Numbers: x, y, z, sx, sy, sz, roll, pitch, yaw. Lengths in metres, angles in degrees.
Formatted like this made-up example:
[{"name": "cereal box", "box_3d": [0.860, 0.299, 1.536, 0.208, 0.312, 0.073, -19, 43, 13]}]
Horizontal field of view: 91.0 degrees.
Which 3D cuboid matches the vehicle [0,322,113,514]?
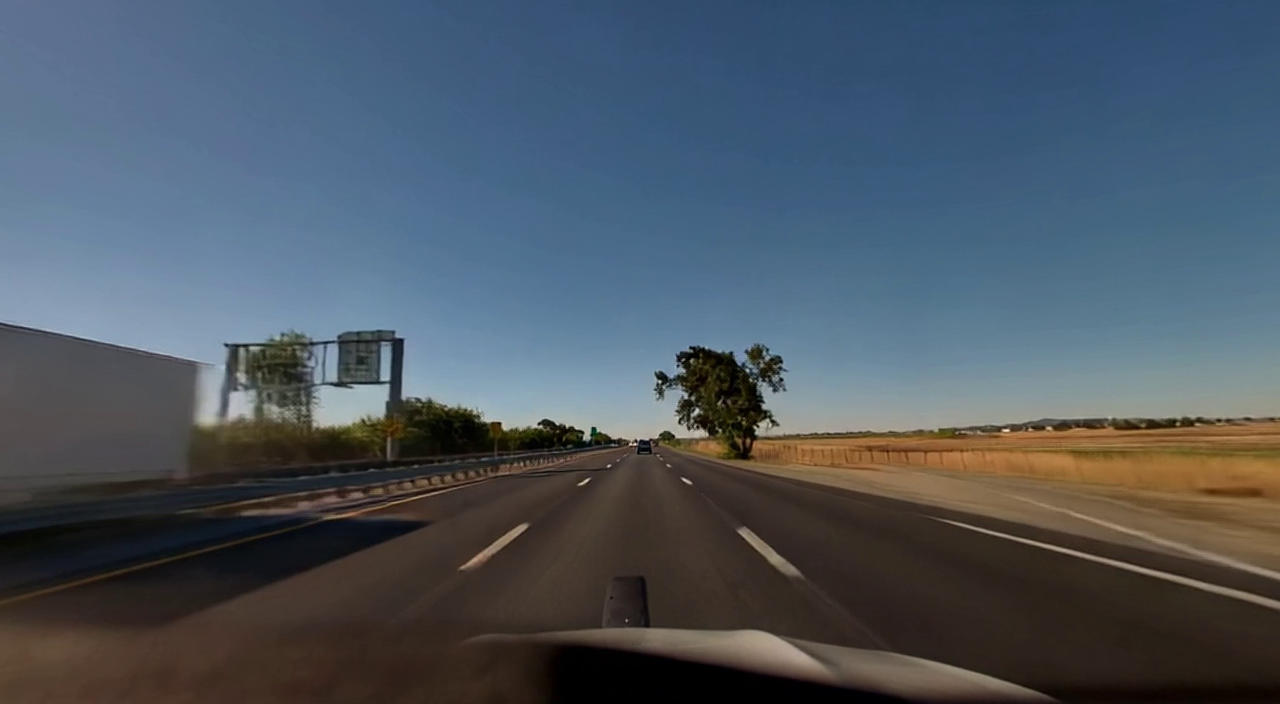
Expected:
[{"name": "vehicle", "box_3d": [-15.191, 0.778, 9.125, 2.972, 4.061, 14.035, 0, -8, 0]}]
